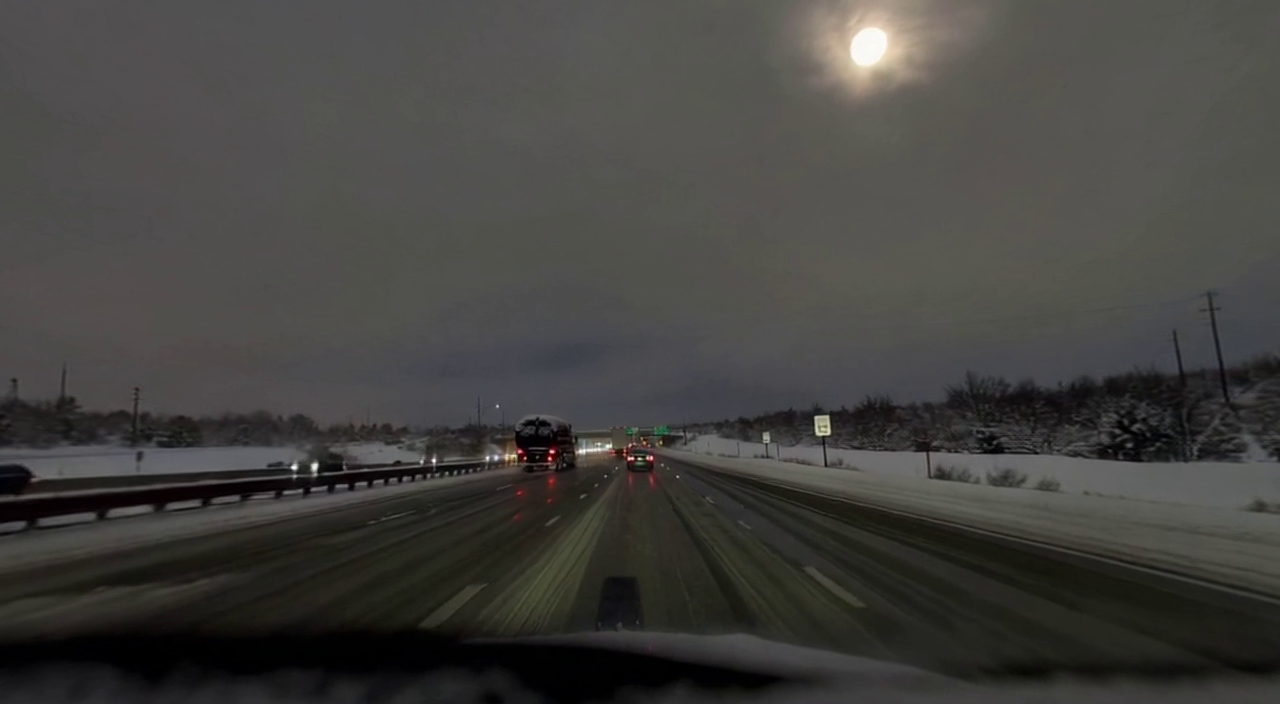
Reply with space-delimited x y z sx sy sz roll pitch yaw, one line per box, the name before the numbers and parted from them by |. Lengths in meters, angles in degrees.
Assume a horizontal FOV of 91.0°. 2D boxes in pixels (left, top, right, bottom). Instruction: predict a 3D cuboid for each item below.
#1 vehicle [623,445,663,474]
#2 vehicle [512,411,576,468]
vehicle | 0.144 5.847 34.516 2.066 1.469 4.050 0 -9 -1
vehicle | -6.991 6.695 47.774 3.067 3.804 11.136 0 -9 0
